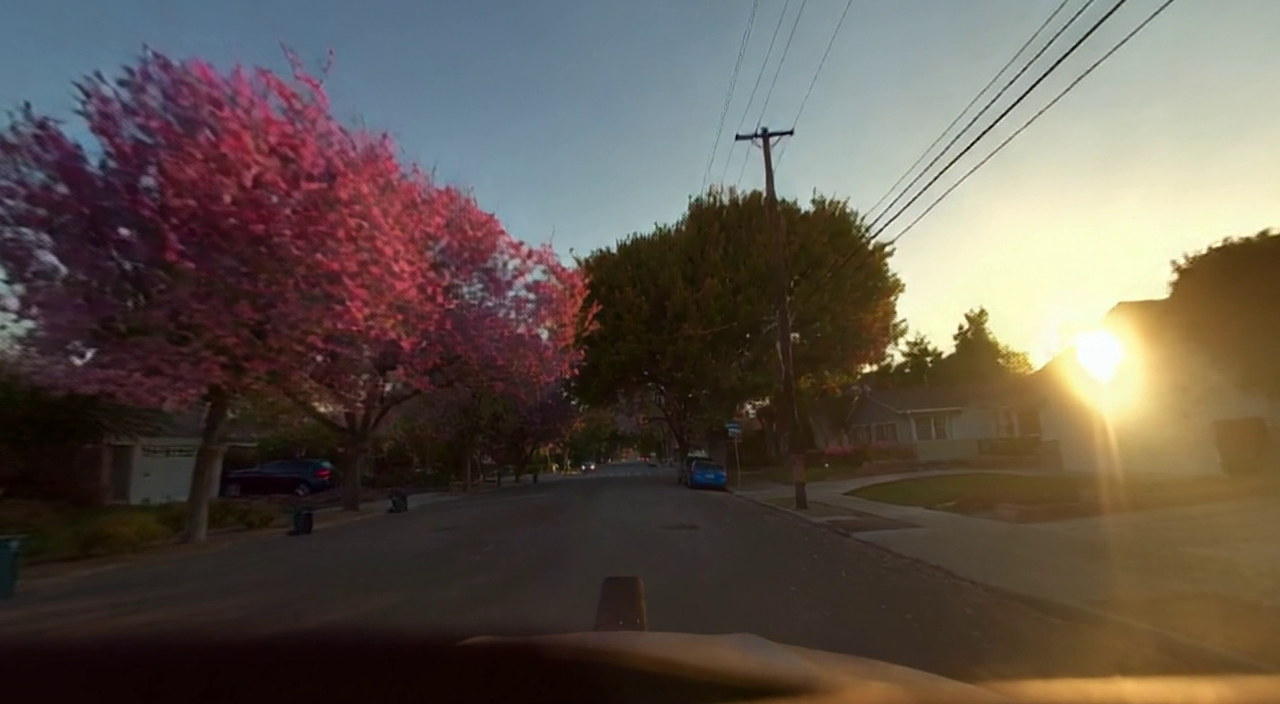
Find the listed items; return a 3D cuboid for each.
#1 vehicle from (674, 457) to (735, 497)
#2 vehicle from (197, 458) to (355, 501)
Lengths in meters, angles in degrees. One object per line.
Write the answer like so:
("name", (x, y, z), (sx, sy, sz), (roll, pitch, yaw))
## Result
("vehicle", (2.658, 5.301, 27.106), (2.022, 1.455, 4.406), (0, -9, -2))
("vehicle", (-16.717, 5.864, 29.284), (5.902, 1.796, 2.183), (0, -9, -3))
